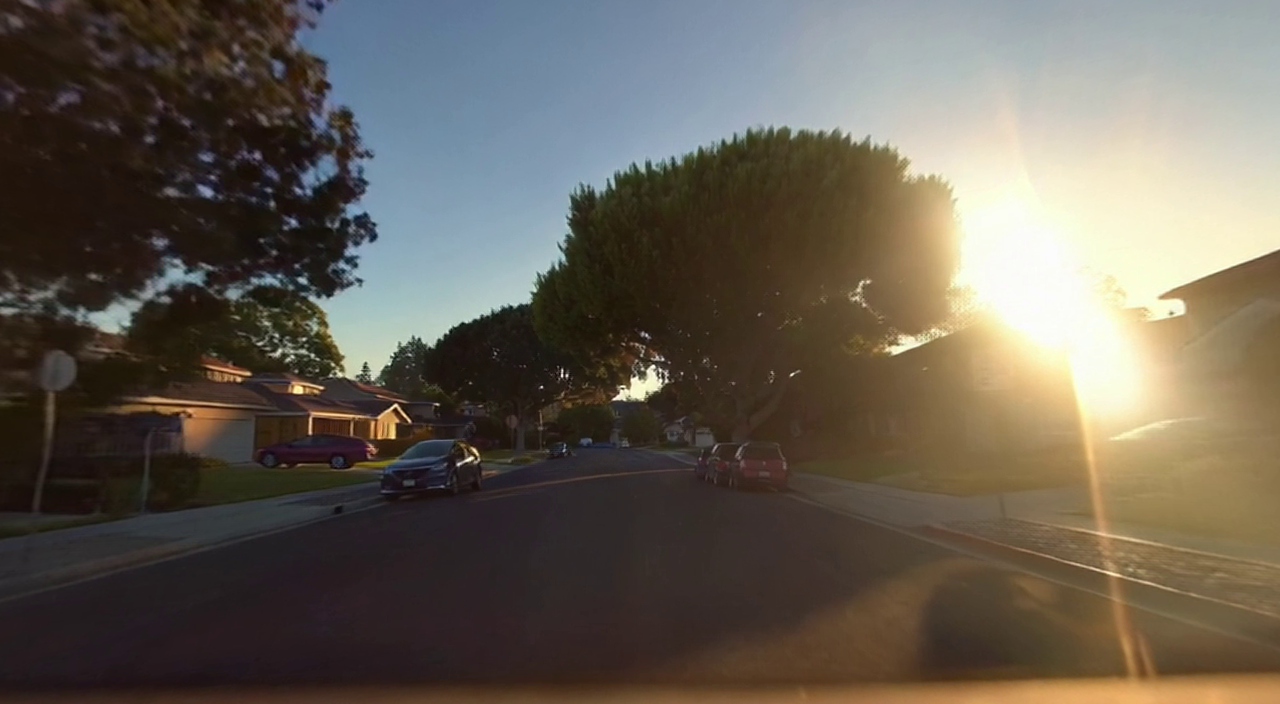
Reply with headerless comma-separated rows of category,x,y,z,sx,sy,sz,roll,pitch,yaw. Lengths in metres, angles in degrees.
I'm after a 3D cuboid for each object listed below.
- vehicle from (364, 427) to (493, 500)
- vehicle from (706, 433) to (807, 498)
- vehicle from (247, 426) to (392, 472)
vehicle,-6.422,3.486,20.101,2.322,1.949,5.695,-1,-9,-2
vehicle,3.392,3.405,19.385,2.033,1.730,4.554,0,-9,-2
vehicle,-13.598,4.153,27.086,5.024,1.903,2.102,0,-9,1
